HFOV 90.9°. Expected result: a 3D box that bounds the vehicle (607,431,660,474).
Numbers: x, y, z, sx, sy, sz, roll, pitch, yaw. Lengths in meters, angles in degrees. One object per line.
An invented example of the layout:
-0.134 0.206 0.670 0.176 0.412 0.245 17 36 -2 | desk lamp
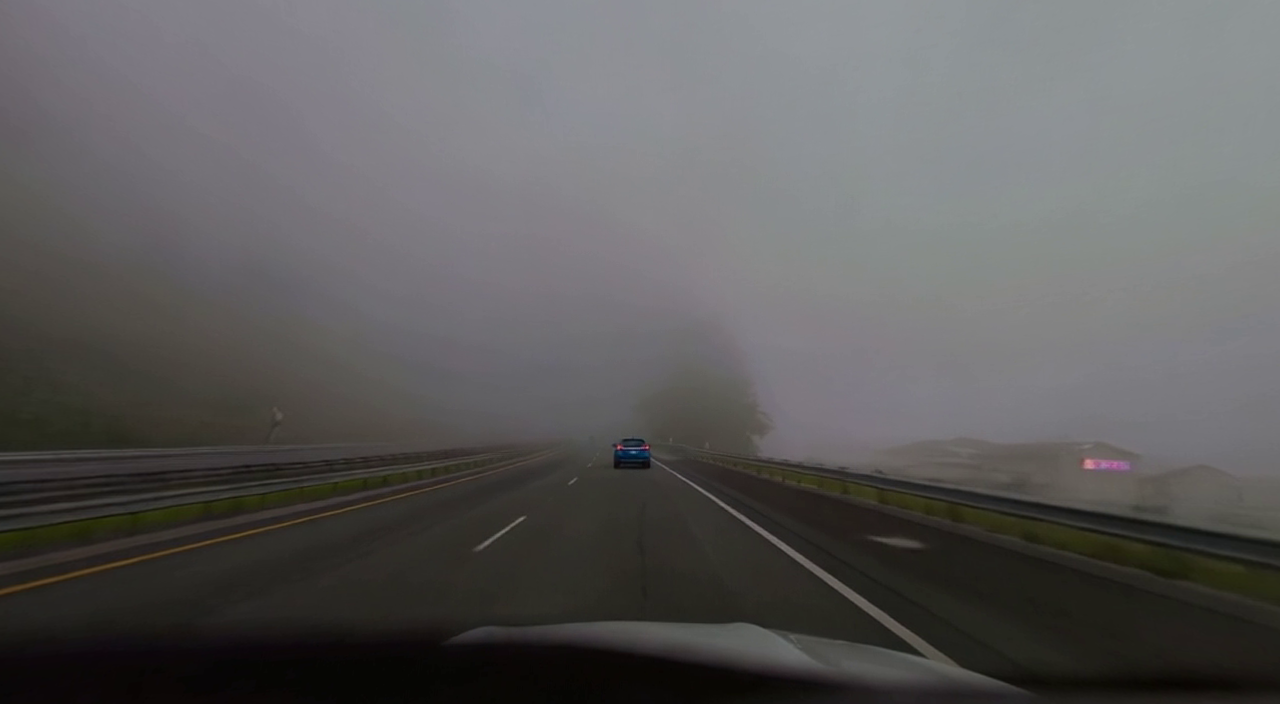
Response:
-0.290 4.105 25.929 2.020 1.633 3.942 0 -8 -1 | vehicle
